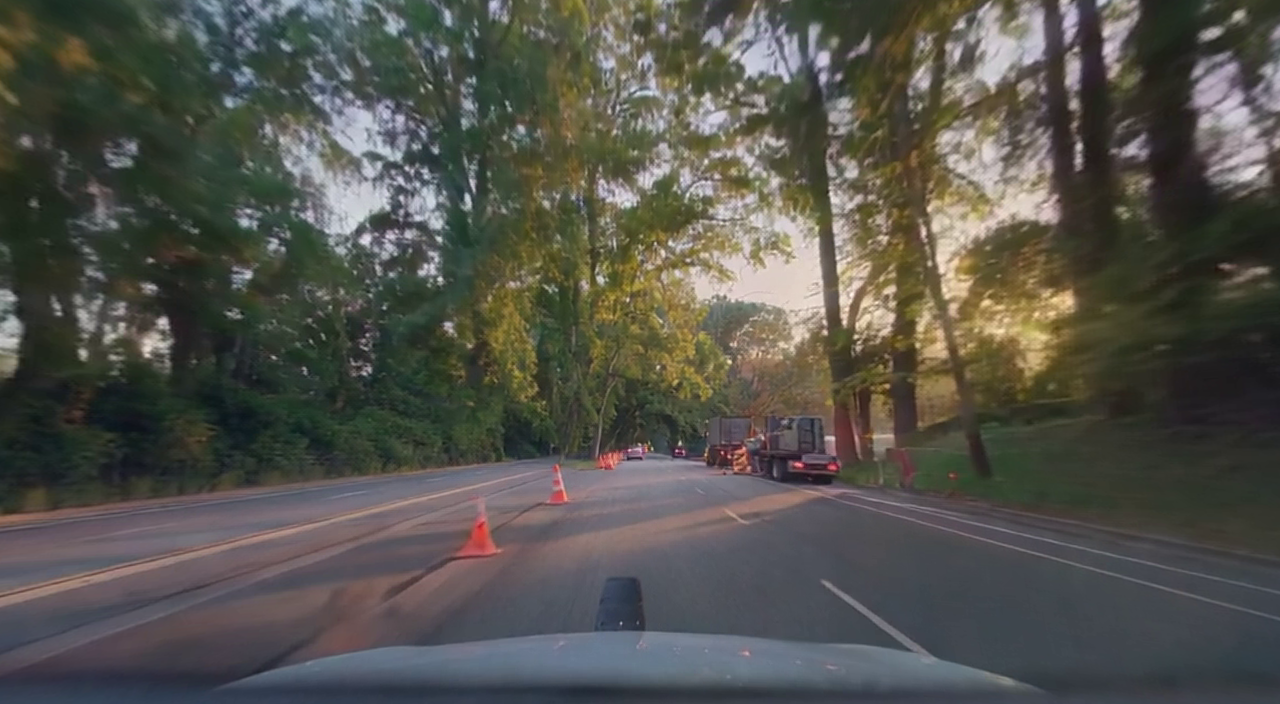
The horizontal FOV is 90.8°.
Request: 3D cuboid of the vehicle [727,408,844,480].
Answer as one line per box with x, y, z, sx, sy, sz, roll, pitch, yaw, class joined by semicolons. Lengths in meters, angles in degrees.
6.388;4.125;28.362;2.390;2.899;4.603;6;-10;-35;vehicle
